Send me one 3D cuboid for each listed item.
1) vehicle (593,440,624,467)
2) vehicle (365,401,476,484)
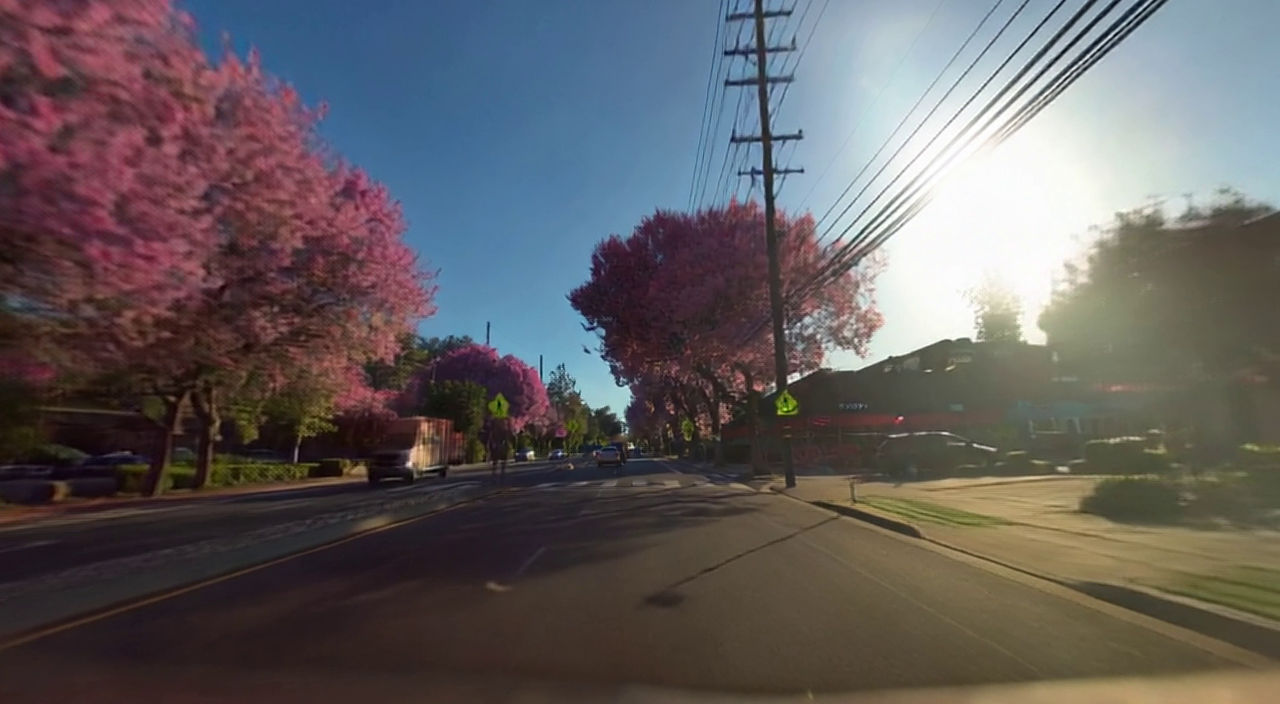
[{"bbox_3d":[-2.395,7.946,49.340,2.202,1.961,4.980,0,-9,0],"label":"vehicle"},{"bbox_3d":[-10.846,4.621,32.092,2.836,3.663,7.511,0,-9,0],"label":"vehicle"}]
